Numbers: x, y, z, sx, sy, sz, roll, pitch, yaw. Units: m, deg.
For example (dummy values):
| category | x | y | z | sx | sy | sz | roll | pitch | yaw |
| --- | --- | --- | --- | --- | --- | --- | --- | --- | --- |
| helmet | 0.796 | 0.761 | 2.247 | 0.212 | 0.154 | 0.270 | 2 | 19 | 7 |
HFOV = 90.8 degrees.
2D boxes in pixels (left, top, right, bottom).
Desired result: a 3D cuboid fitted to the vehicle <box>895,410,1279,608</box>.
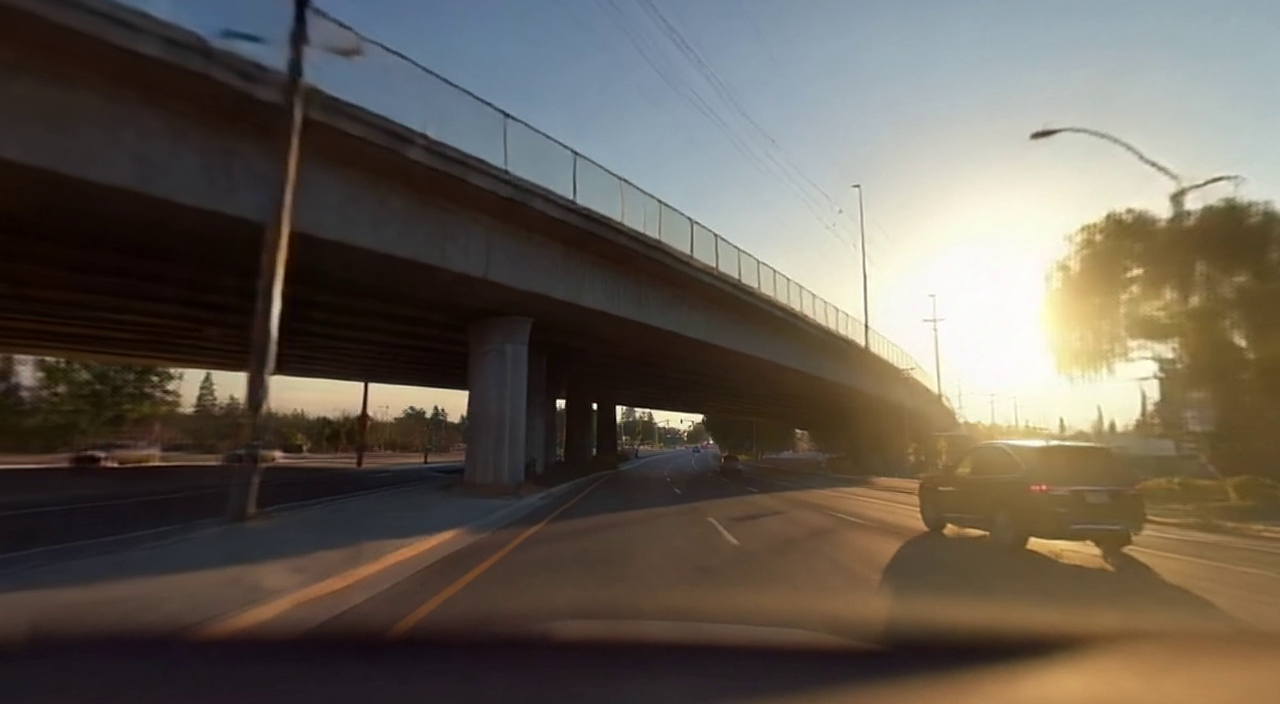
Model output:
| category | x | y | z | sx | sy | sz | roll | pitch | yaw |
| --- | --- | --- | --- | --- | --- | --- | --- | --- | --- |
| vehicle | 6.032 | 2.002 | 9.233 | 2.331 | 1.872 | 5.378 | -4 | -9 | 1 |

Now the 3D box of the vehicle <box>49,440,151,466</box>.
| category | x | y | z | sx | sy | sz | roll | pitch | yaw |
| --- | --- | --- | --- | --- | --- | --- | --- | --- | --- |
| vehicle | -33.628 | 6.310 | 39.539 | 1.841 | 1.534 | 4.664 | -2 | -9 | 9 |

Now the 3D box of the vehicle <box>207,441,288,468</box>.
| category | x | y | z | sx | sy | sz | roll | pitch | yaw |
| --- | --- | --- | --- | --- | --- | --- | --- | --- | --- |
| vehicle | -26.063 | 6.842 | 42.168 | 1.921 | 1.552 | 4.770 | -5 | -9 | 9 |
